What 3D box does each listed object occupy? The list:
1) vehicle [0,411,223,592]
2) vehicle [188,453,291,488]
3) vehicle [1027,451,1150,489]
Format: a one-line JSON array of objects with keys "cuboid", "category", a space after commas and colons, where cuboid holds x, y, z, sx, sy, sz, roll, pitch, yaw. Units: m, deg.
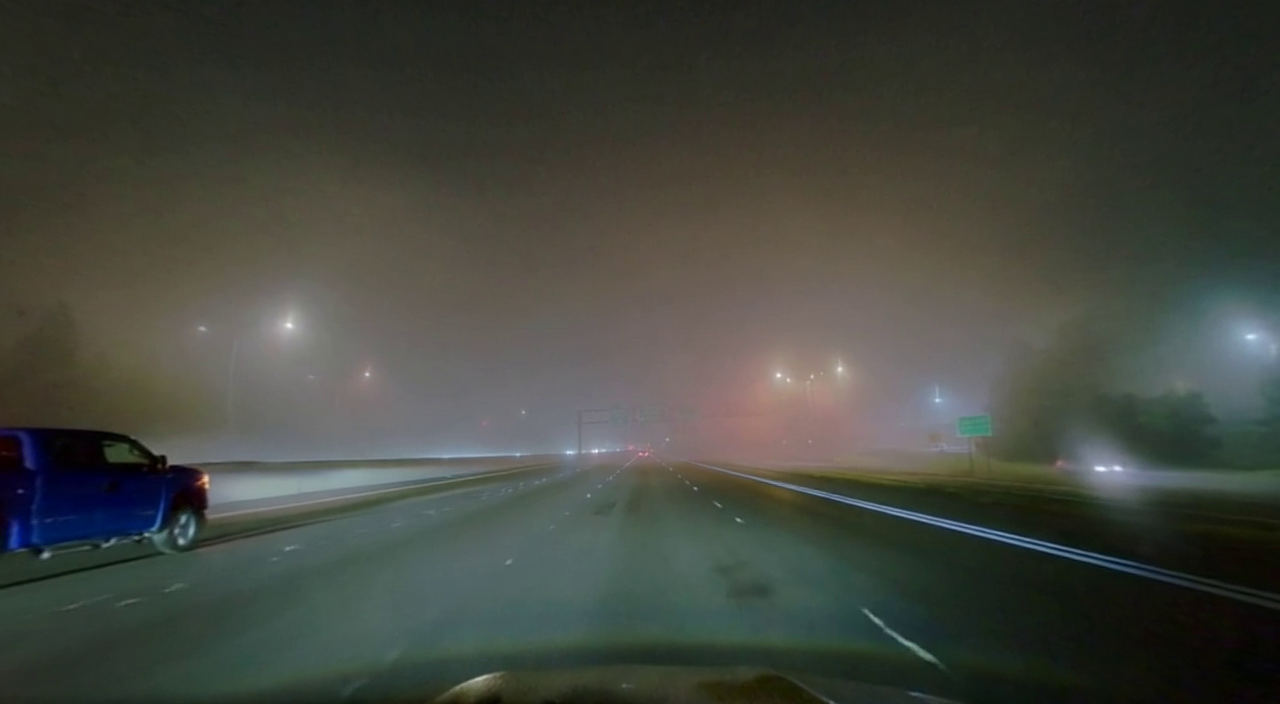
[{"cuboid": [-7.250, 1.555, 6.796, 2.168, 1.729, 4.724, 0, -9, 1], "category": "vehicle"}, {"cuboid": [-20.196, 5.966, 32.057, 1.916, 1.612, 4.809, 0, -9, 3], "category": "vehicle"}, {"cuboid": [18.978, 4.985, 26.945, 1.912, 1.450, 4.581, 0, -9, 0], "category": "vehicle"}]
